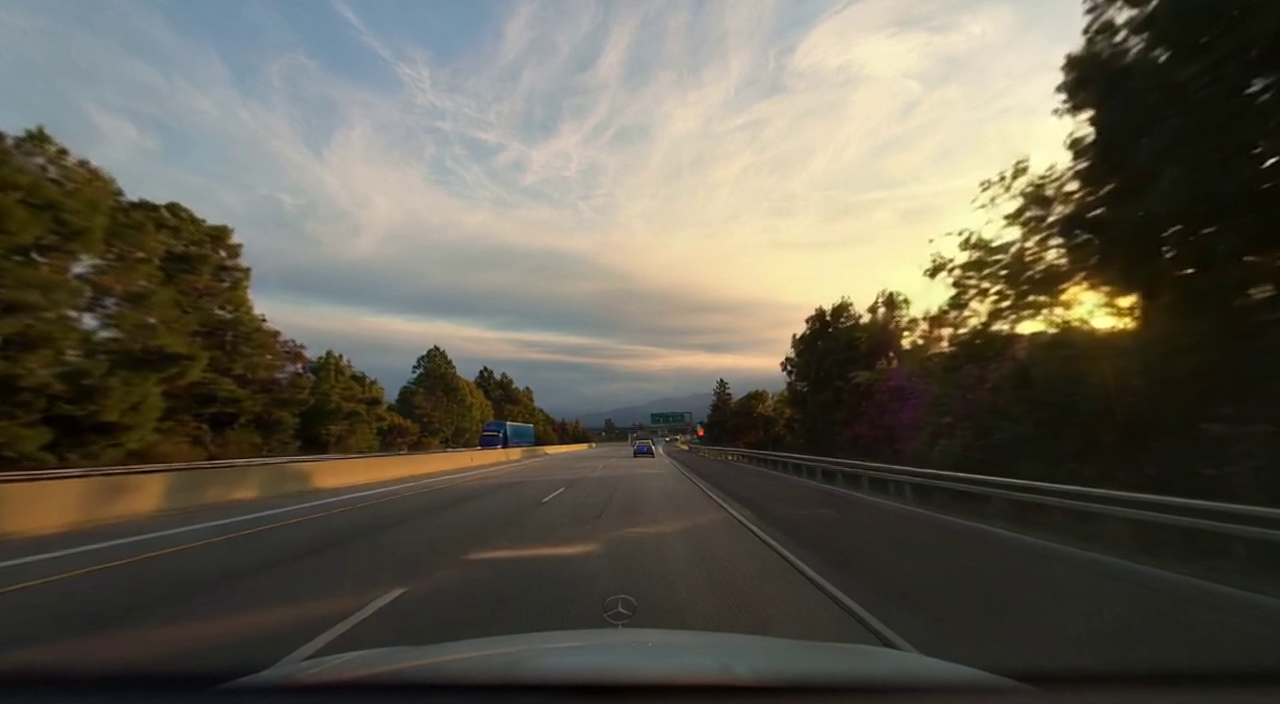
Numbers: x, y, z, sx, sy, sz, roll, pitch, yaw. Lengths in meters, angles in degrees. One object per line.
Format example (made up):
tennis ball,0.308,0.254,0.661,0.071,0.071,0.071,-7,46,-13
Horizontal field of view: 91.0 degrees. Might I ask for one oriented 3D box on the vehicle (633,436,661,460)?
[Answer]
vehicle,0.499,7.211,47.379,2.058,1.649,3.942,0,-8,0
